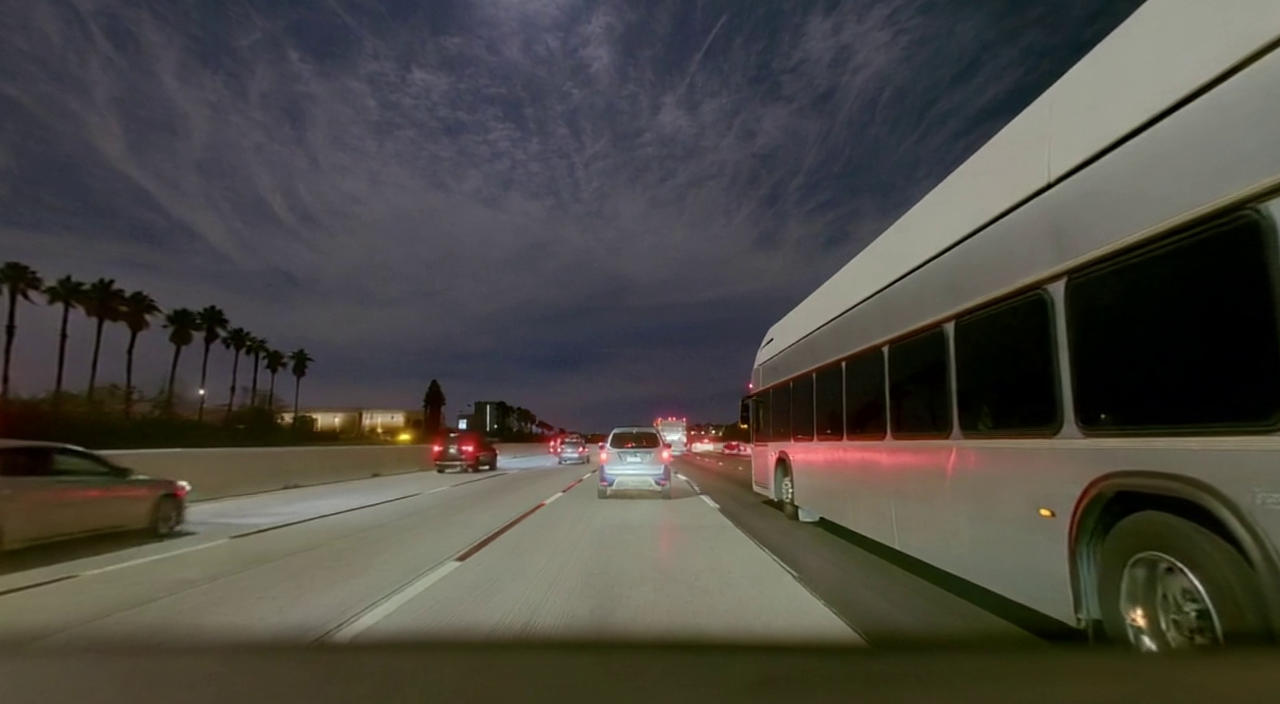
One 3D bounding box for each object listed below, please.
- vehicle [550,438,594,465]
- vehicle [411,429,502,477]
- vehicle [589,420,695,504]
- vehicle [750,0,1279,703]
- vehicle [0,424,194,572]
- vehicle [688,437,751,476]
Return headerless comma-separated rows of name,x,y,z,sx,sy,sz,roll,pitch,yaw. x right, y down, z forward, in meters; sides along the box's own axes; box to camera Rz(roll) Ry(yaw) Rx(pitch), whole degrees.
vehicle,-4.047,6.046,38.246,2.040,1.536,4.680,0,-9,1
vehicle,-7.441,4.176,26.159,2.215,1.795,4.966,0,-9,1
vehicle,0.075,2.686,15.691,2.268,1.796,4.280,0,-9,1
vehicle,3.960,0.399,6.614,3.020,3.622,14.302,0,-9,0
vehicle,-7.608,1.612,7.183,1.980,1.508,4.111,0,-9,0
vehicle,3.339,4.503,27.344,2.039,1.516,4.521,0,-9,-2
